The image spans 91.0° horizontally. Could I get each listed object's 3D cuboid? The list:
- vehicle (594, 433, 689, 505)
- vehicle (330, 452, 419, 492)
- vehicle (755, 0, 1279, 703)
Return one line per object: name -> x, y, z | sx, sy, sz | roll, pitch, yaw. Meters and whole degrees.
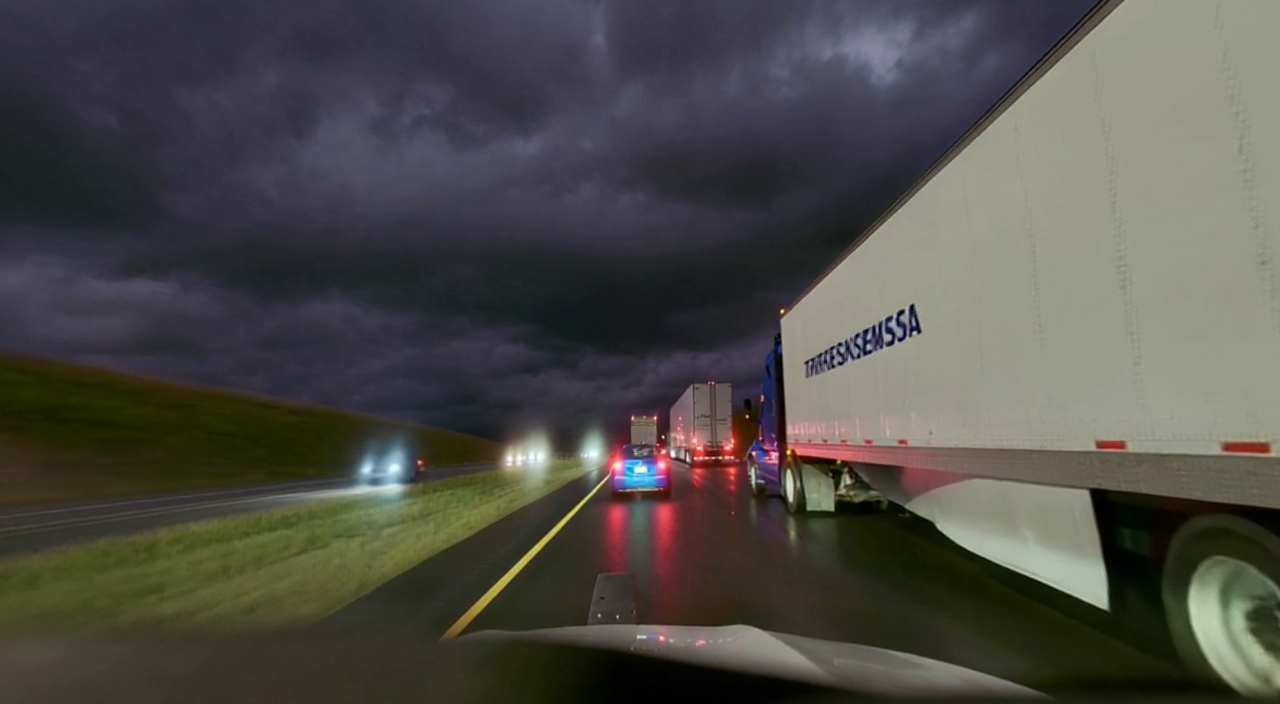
vehicle -> 0.008, 2.785, 15.445 | 2.045, 1.507, 3.763 | -1, -8, -1
vehicle -> -11.169, 5.040, 26.855 | 1.951, 1.464, 4.370 | -1, -8, -1
vehicle -> 4.384, 0.041, 6.495 | 3.410, 4.438, 14.410 | 0, -8, -1
